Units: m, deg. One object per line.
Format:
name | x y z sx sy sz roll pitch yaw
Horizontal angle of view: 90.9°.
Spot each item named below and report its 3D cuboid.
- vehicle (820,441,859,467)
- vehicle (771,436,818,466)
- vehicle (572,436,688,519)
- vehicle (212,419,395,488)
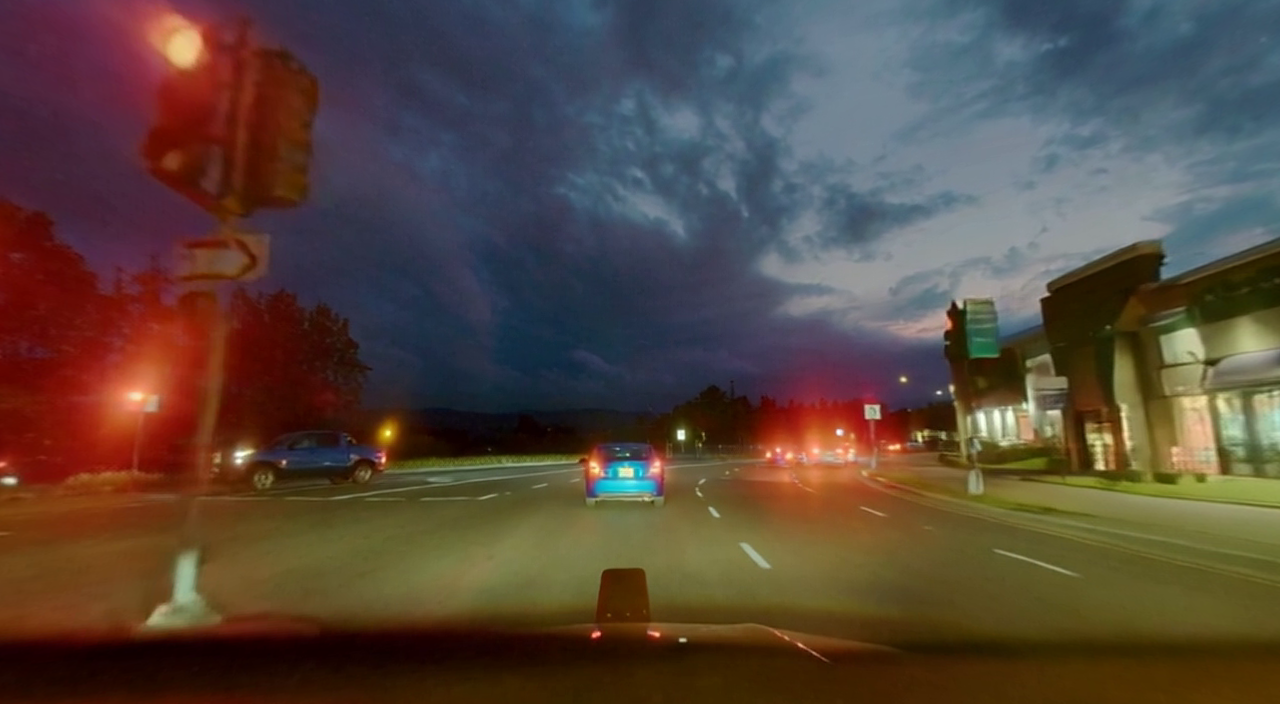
vehicle | 12.759 6.476 40.130 1.822 1.555 3.574 -5 -10 25
vehicle | 10.136 6.467 41.159 2.212 1.790 4.768 -4 -10 22
vehicle | -0.181 2.601 13.501 2.118 1.480 3.949 0 -9 0
vehicle | -15.225 4.693 29.256 2.287 2.780 7.166 -6 -10 31
